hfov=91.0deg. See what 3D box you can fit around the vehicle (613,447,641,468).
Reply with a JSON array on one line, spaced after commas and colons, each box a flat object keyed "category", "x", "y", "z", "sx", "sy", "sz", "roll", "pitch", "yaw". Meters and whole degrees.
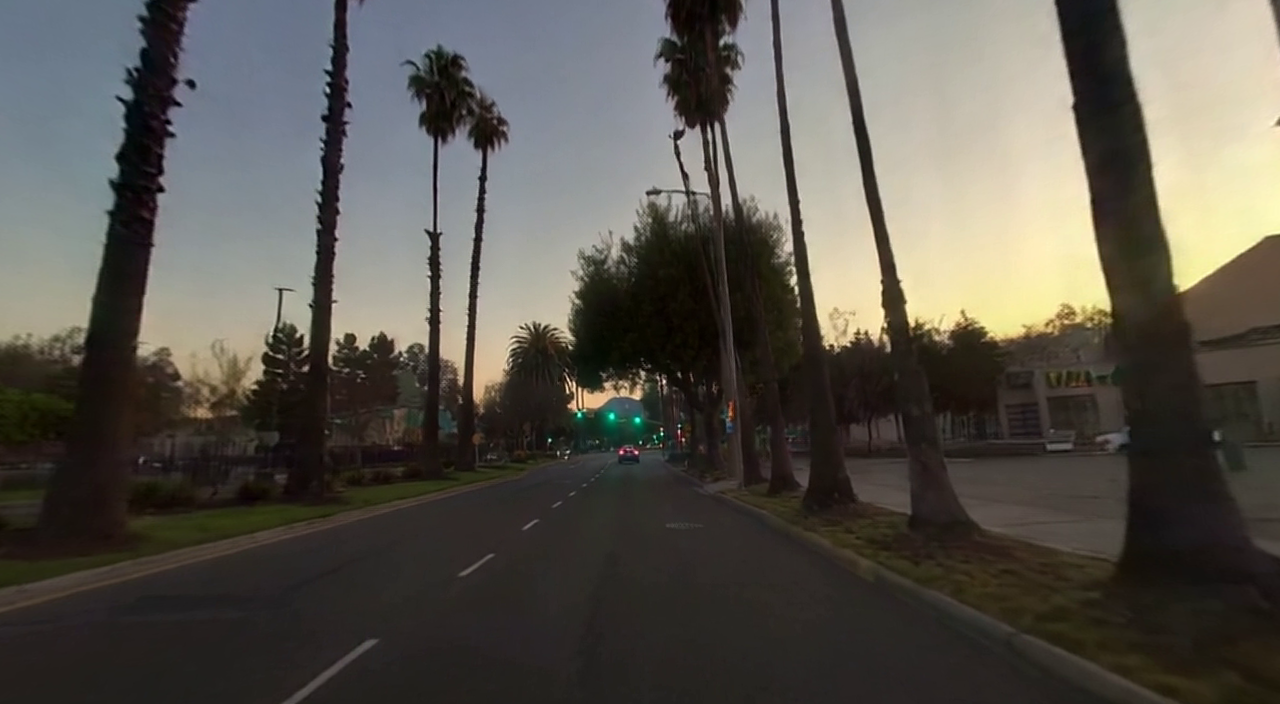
[{"category": "vehicle", "x": -0.952, "y": 7.903, "z": 47.411, "sx": 2.050, "sy": 1.509, "sz": 4.148, "roll": 0, "pitch": -8, "yaw": 0}]
